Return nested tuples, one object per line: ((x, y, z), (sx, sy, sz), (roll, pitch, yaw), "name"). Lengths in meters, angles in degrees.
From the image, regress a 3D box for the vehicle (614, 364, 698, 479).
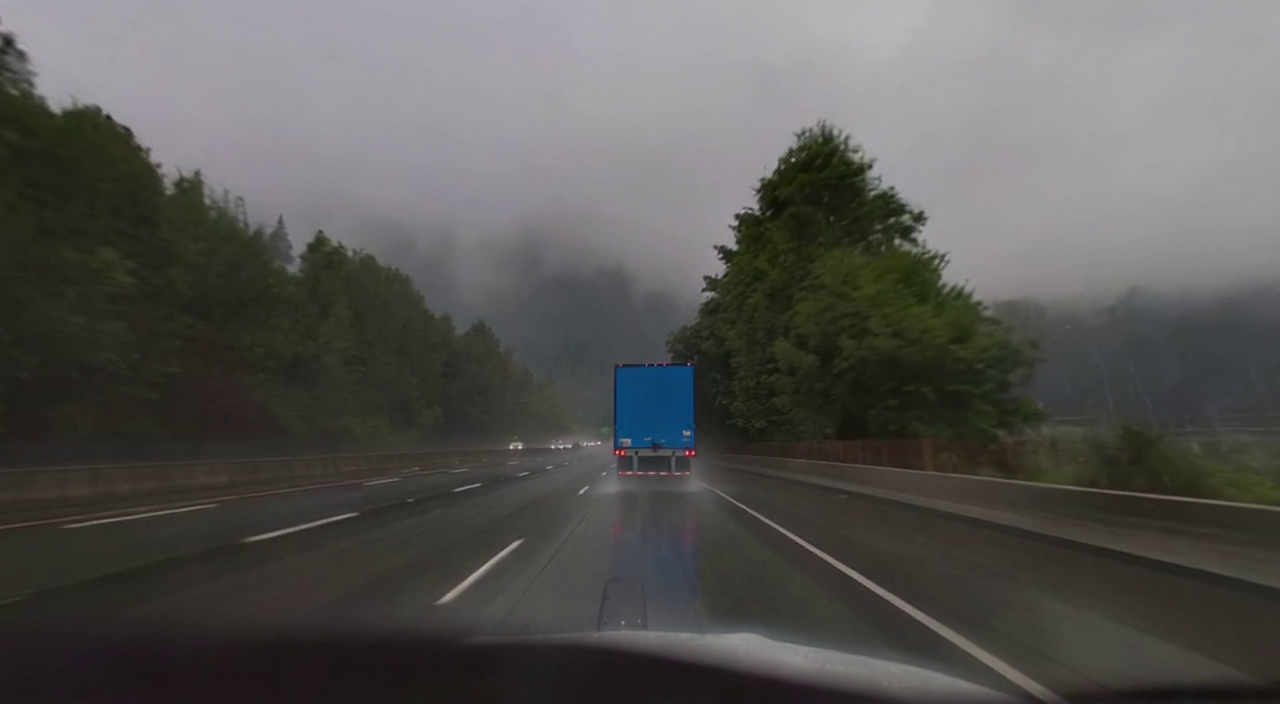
((0.492, 3.169, 27.003), (2.898, 3.973, 10.063), (0, -9, -1), "vehicle")
